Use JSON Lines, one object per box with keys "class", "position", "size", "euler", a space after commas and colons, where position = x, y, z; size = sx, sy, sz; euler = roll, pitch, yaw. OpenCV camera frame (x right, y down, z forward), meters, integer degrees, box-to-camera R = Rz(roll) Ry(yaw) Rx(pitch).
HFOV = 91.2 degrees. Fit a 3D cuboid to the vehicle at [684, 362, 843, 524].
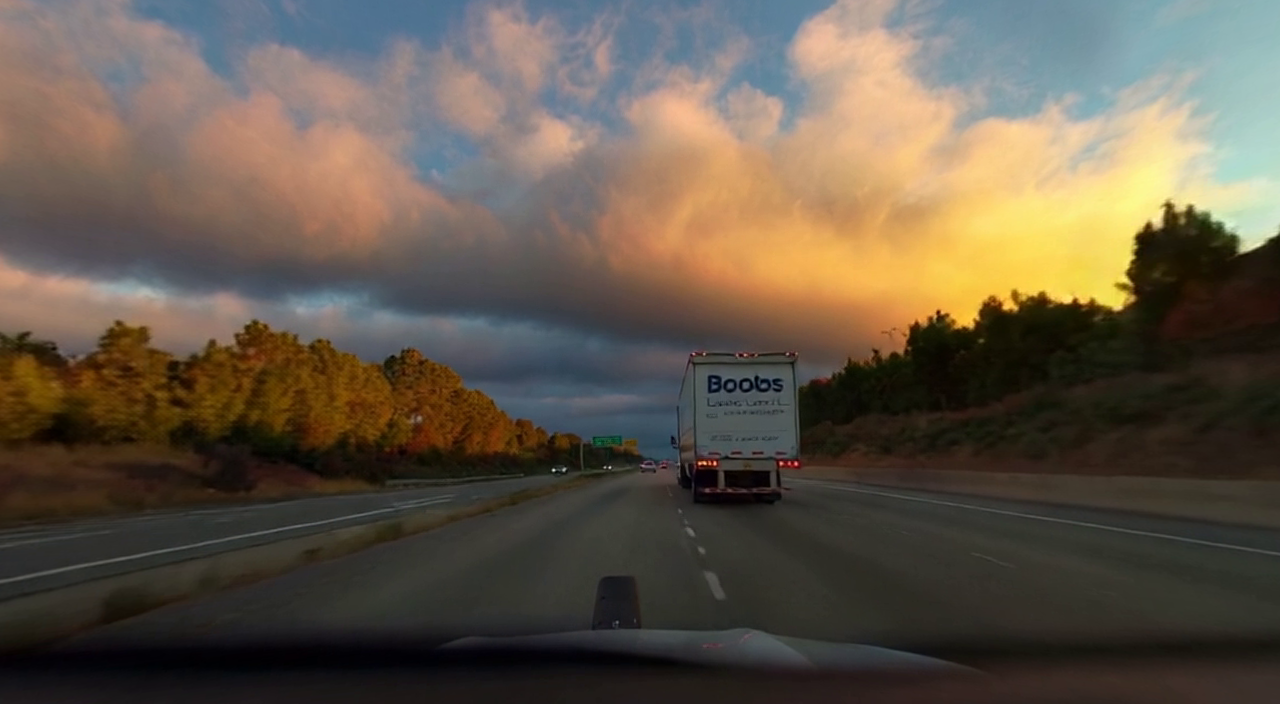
{"class": "vehicle", "position": [3.709, 3.630, 24.598], "size": [3.537, 4.071, 17.399], "euler": [-1, -9, 3]}
